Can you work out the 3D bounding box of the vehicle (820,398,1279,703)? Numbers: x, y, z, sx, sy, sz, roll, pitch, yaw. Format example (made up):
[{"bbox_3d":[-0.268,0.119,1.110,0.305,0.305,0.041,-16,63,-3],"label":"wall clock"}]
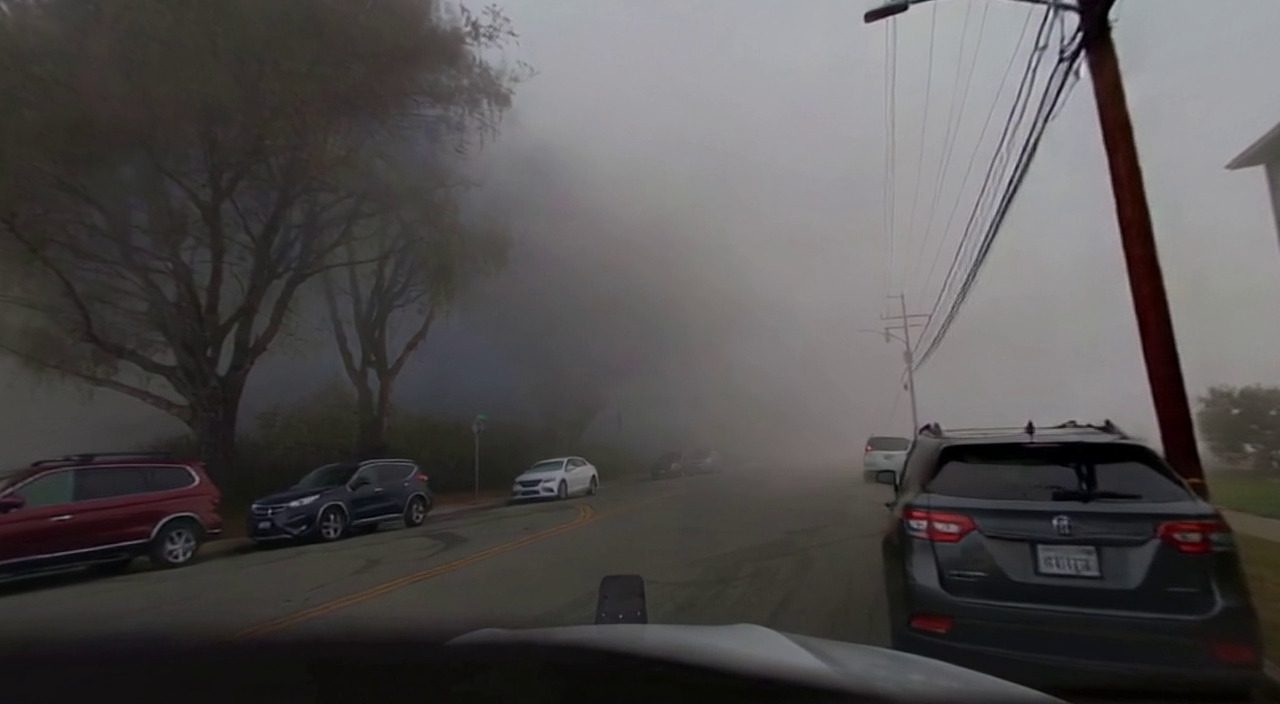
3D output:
[{"bbox_3d":[2.648,1.312,4.947,2.030,1.535,4.683,-3,-9,19],"label":"vehicle"}]

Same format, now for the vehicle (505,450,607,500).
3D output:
[{"bbox_3d":[-3.221,4.925,25.112,2.017,1.582,4.664,-10,-14,18],"label":"vehicle"}]

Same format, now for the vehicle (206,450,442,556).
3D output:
[{"bbox_3d":[-6.646,3.169,13.956,2.068,1.745,4.579,-10,-11,15],"label":"vehicle"}]

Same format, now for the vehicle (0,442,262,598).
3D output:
[{"bbox_3d":[-8.342,2.346,8.972,1.973,1.848,5.100,-10,-11,15],"label":"vehicle"}]

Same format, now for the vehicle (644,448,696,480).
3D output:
[{"bbox_3d":[1.955,6.936,39.551,2.011,1.801,4.676,-3,-9,19],"label":"vehicle"}]
